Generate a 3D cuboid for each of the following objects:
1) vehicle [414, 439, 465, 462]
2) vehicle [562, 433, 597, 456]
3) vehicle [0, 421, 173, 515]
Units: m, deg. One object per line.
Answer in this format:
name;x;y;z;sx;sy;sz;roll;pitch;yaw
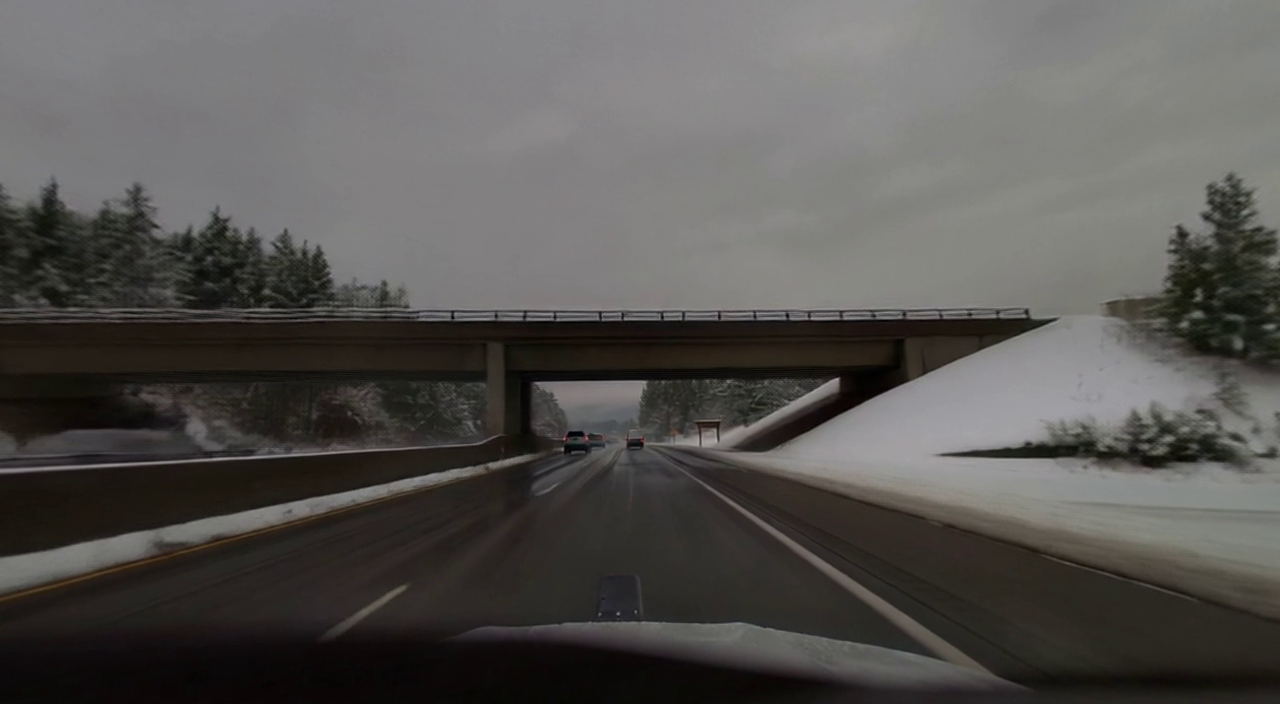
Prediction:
vehicle;-13.297;6.566;42.021;2.062;1.437;4.002;0;-8;0
vehicle;-4.268;6.607;45.156;2.169;1.588;4.264;0;-8;0
vehicle;-12.575;2.346;13.122;1.877;1.696;5.004;0;-8;-1
